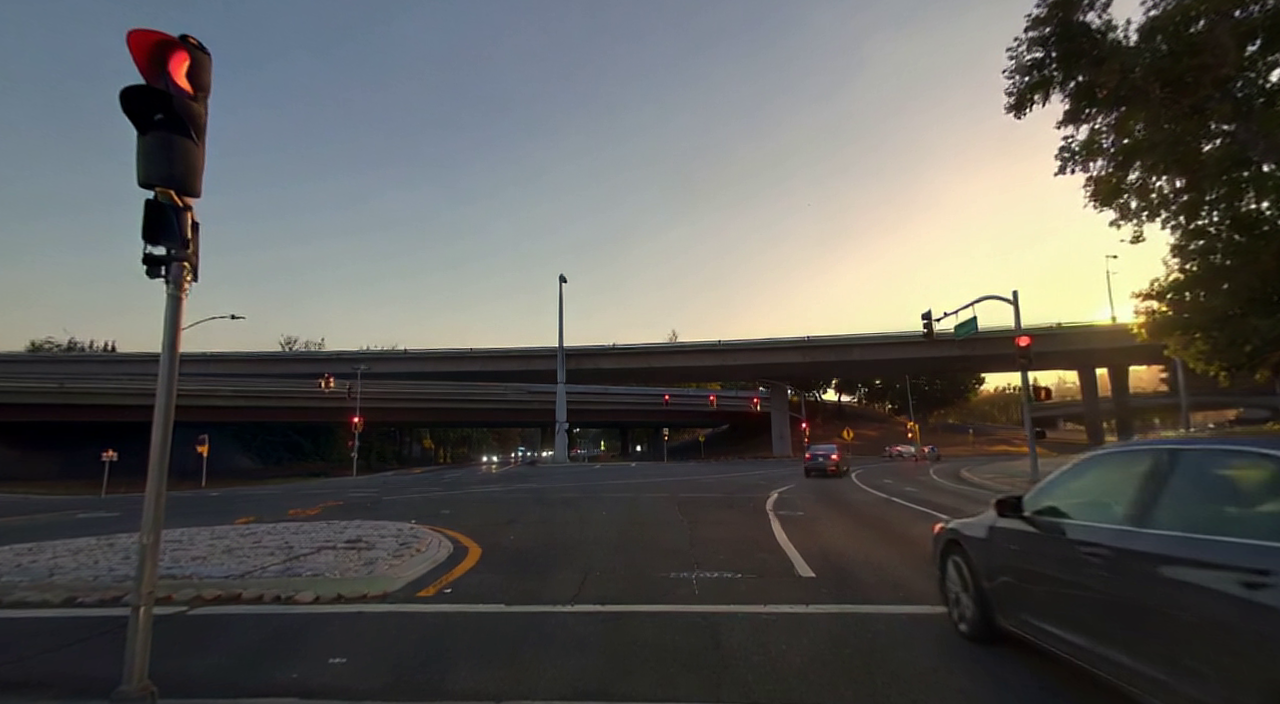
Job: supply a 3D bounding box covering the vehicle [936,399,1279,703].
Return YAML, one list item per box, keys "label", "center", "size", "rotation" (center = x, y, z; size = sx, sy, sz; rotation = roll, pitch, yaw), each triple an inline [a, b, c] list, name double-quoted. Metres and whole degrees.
- label: "vehicle"
  center: [2.802, 0.815, 1.583]
  size: [1.909, 1.425, 4.521]
  rotation: [0, -9, 0]
